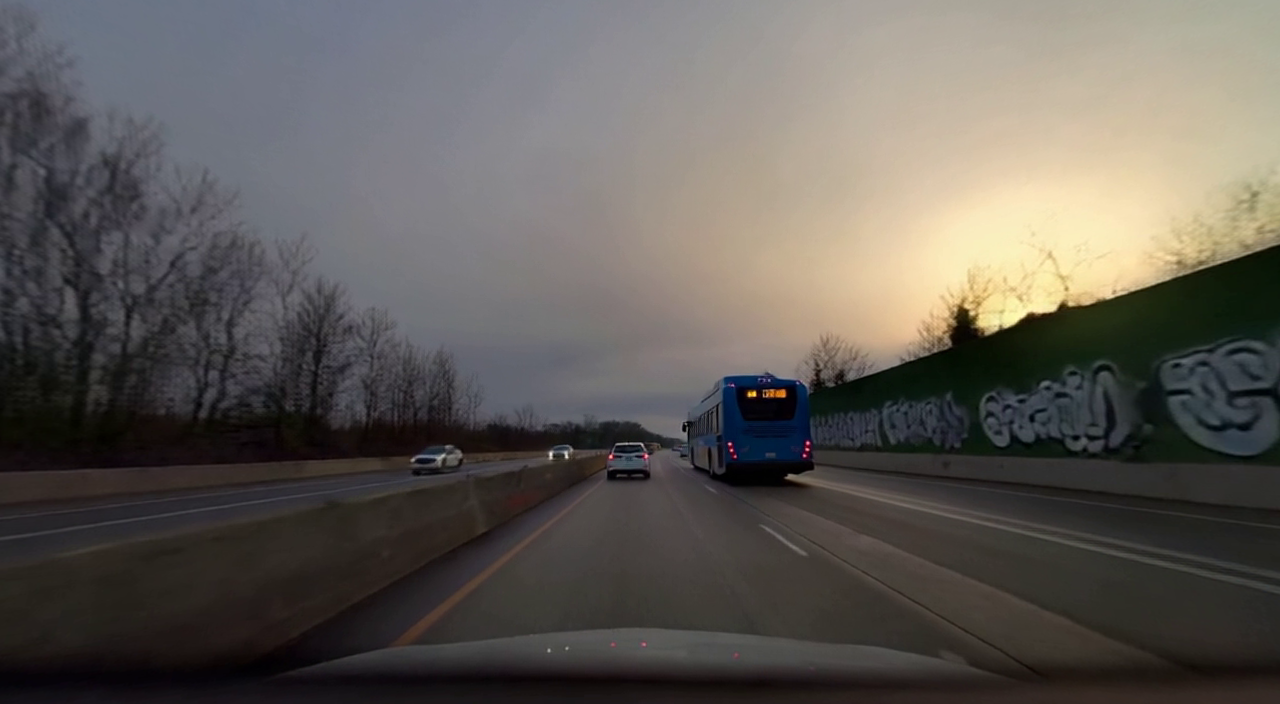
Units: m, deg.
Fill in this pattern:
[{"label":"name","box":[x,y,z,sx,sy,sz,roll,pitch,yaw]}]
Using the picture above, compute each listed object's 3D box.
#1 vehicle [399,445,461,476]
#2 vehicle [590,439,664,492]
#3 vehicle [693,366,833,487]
[{"label":"vehicle","box":[-12.282,6.373,37.005,2.029,1.647,4.323,-1,-9,2]},{"label":"vehicle","box":[-0.340,3.659,20.525,2.160,1.532,4.073,-1,-9,1]},{"label":"vehicle","box":[4.078,3.118,24.436,3.055,3.479,12.521,-1,-9,1]}]
